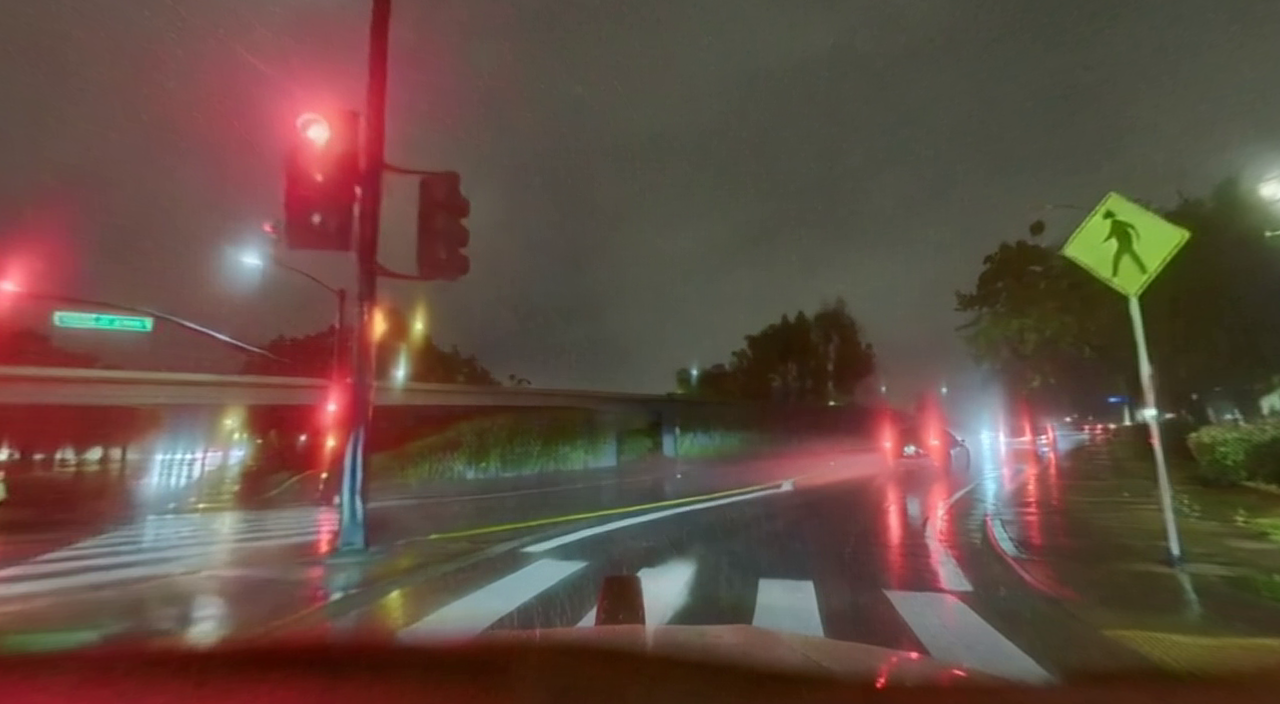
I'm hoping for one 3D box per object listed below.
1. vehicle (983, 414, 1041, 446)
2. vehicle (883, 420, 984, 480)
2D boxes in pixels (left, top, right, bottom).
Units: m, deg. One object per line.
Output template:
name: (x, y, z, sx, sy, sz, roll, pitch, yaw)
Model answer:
vehicle: (24.655, 5.224, 41.790, 2.122, 1.954, 5.144, -8, -11, 42)
vehicle: (9.096, 2.990, 19.405, 1.908, 1.622, 4.166, -6, -11, 36)
